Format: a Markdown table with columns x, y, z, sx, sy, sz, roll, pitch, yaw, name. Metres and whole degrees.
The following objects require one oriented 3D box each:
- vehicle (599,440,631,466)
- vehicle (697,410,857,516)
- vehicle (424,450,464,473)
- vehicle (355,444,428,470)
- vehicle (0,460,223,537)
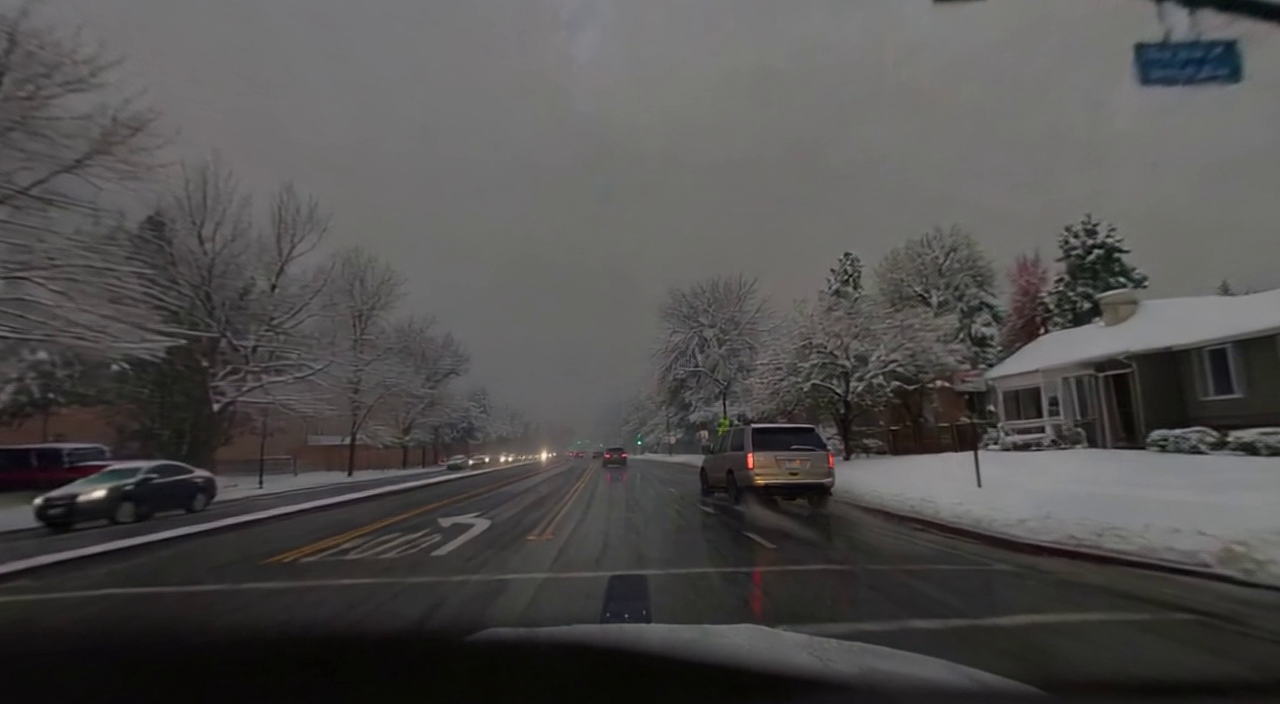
| x | y | z | sx | sy | sz | roll | pitch | yaw | name |
| --- | --- | --- | --- | --- | --- | --- | --- | --- | --- |
| -1.797 | 7.021 | 43.981 | 2.138 | 1.729 | 4.178 | 0 | -8 | -4 | vehicle |
| 2.990 | 2.622 | 15.380 | 2.338 | 2.063 | 5.592 | 0 | -8 | -3 | vehicle |
| -14.329 | 7.994 | 46.267 | 1.752 | 1.496 | 4.468 | -3 | -9 | -4 | vehicle |
| -19.558 | 8.285 | 49.816 | 4.928 | 1.962 | 2.048 | 0 | -9 | -6 | vehicle |
| -12.895 | 3.516 | 15.765 | 1.965 | 1.416 | 4.613 | -4 | -9 | -3 | vehicle |
